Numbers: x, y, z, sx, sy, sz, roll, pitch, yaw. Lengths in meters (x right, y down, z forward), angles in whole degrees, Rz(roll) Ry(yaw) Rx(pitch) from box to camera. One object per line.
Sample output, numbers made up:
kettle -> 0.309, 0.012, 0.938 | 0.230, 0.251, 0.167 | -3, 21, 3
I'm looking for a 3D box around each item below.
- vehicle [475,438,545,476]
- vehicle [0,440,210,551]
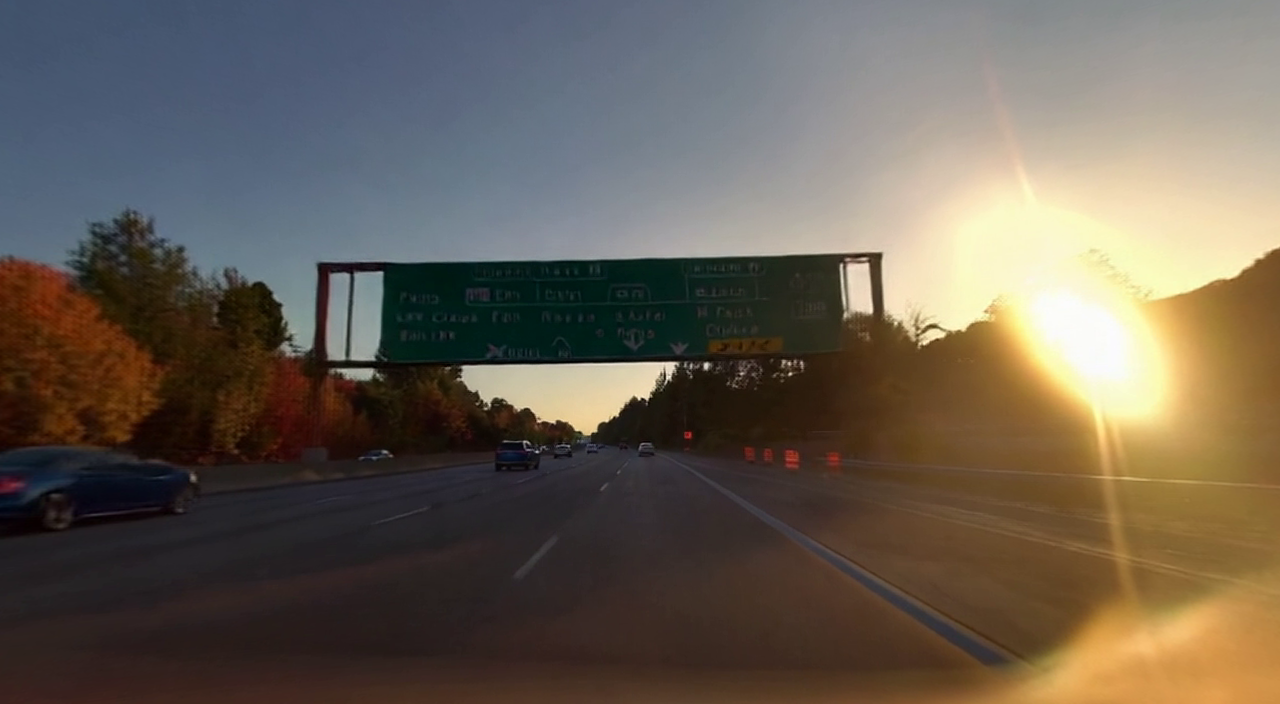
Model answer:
vehicle -> -6.297, 5.167, 31.165 | 2.402, 1.733, 4.512 | 0, -9, 1
vehicle -> -9.906, 2.270, 10.573 | 2.122, 1.511, 4.576 | 0, -9, 0
